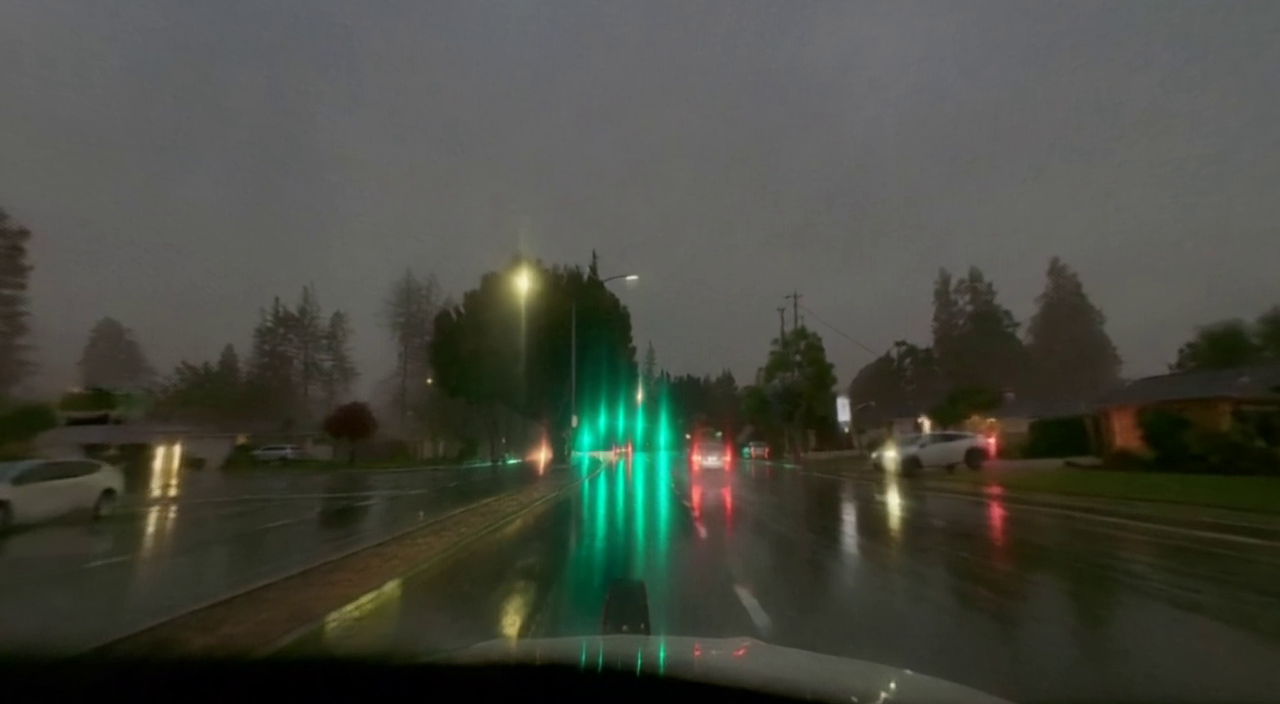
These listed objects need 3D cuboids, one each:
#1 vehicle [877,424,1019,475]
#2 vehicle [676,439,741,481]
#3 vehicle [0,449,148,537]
[{"bbox_3d":[11.433,3.642,23.636,4.202,1.794,2.063,0,-8,0],"label":"vehicle"},{"bbox_3d":[2.601,4.216,24.860,1.960,1.479,4.086,0,-8,-2],"label":"vehicle"},{"bbox_3d":[-12.199,2.634,12.071,1.963,1.524,4.498,0,-8,-1],"label":"vehicle"}]
